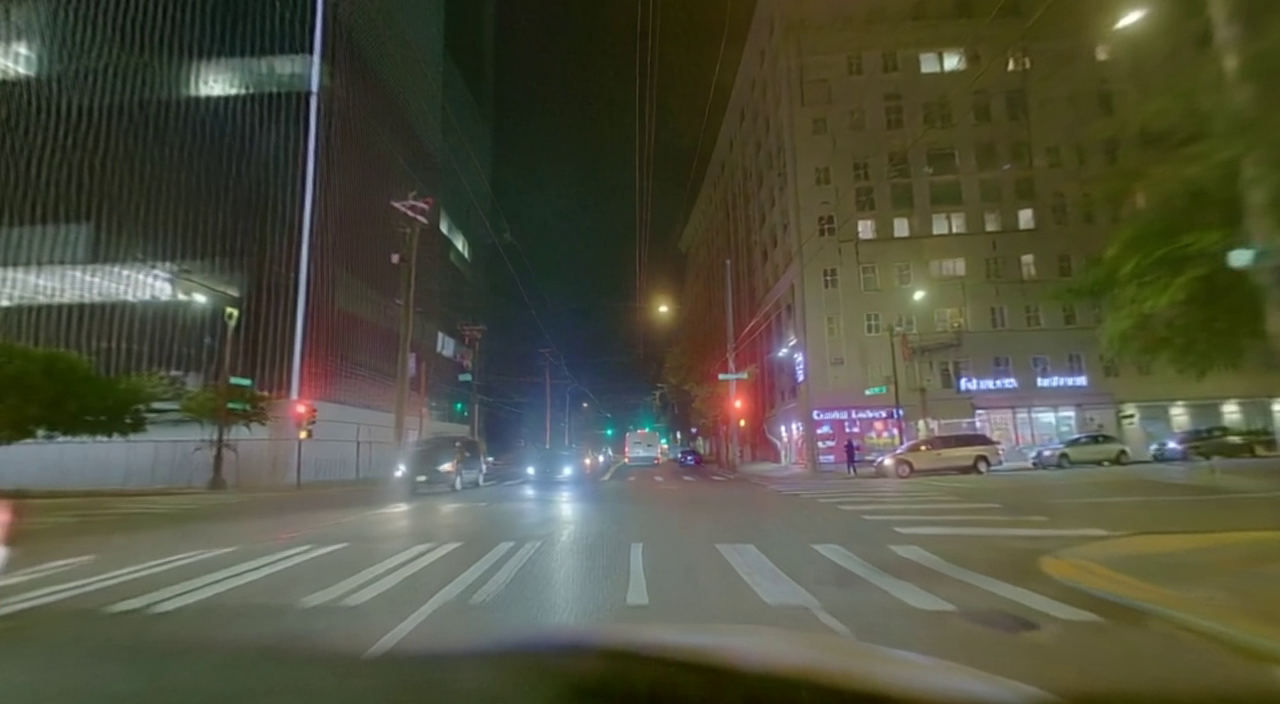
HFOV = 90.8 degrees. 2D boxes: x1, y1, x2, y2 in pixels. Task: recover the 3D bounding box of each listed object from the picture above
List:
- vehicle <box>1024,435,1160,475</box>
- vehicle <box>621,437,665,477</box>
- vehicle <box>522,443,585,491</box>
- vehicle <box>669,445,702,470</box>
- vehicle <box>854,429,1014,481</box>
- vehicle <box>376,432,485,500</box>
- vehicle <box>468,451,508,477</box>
[{"bbox_3d":[18.868,4.309,26.537,4.161,1.586,1.992,0,-9,-2],"label":"vehicle"},{"bbox_3d":[0.095,5.425,32.825,2.127,1.893,4.194,0,-9,-2],"label":"vehicle"},{"bbox_3d":[-3.227,4.332,24.297,2.026,1.616,4.109,-1,-8,-2],"label":"vehicle"},{"bbox_3d":[3.150,7.463,44.811,1.934,1.633,4.271,0,-9,-1],"label":"vehicle"},{"bbox_3d":[10.928,3.883,23.914,4.966,1.826,2.209,-1,-9,7],"label":"vehicle"},{"bbox_3d":[-6.719,3.696,20.884,2.090,1.975,4.657,0,-9,-2],"label":"vehicle"},{"bbox_3d":[-9.951,7.353,41.672,1.847,1.566,3.525,-2,-9,-1],"label":"vehicle"}]
